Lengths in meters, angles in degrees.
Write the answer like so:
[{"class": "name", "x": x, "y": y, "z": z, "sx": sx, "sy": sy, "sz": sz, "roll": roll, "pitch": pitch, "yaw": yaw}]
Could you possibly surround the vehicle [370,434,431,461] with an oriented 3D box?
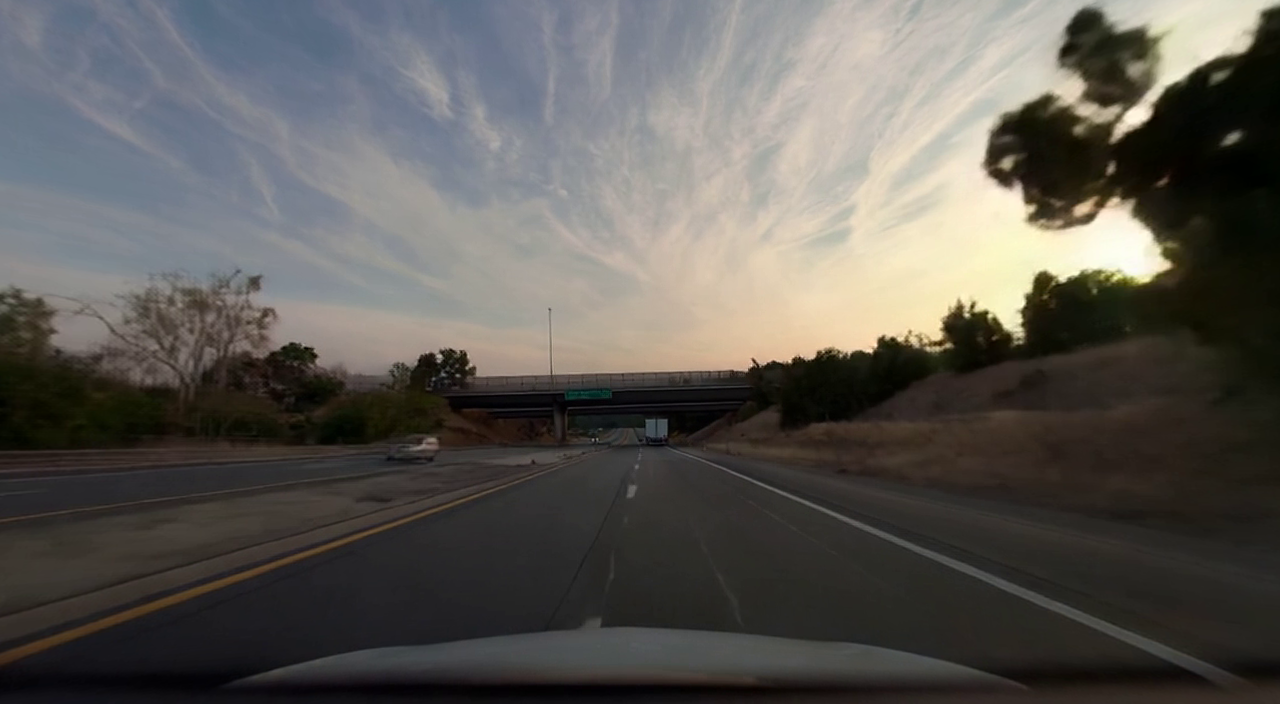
[{"class": "vehicle", "x": -13.662, "y": 5.485, "z": 36.206, "sx": 1.865, "sy": 1.428, "sz": 4.137, "roll": 0, "pitch": -8, "yaw": 0}]
